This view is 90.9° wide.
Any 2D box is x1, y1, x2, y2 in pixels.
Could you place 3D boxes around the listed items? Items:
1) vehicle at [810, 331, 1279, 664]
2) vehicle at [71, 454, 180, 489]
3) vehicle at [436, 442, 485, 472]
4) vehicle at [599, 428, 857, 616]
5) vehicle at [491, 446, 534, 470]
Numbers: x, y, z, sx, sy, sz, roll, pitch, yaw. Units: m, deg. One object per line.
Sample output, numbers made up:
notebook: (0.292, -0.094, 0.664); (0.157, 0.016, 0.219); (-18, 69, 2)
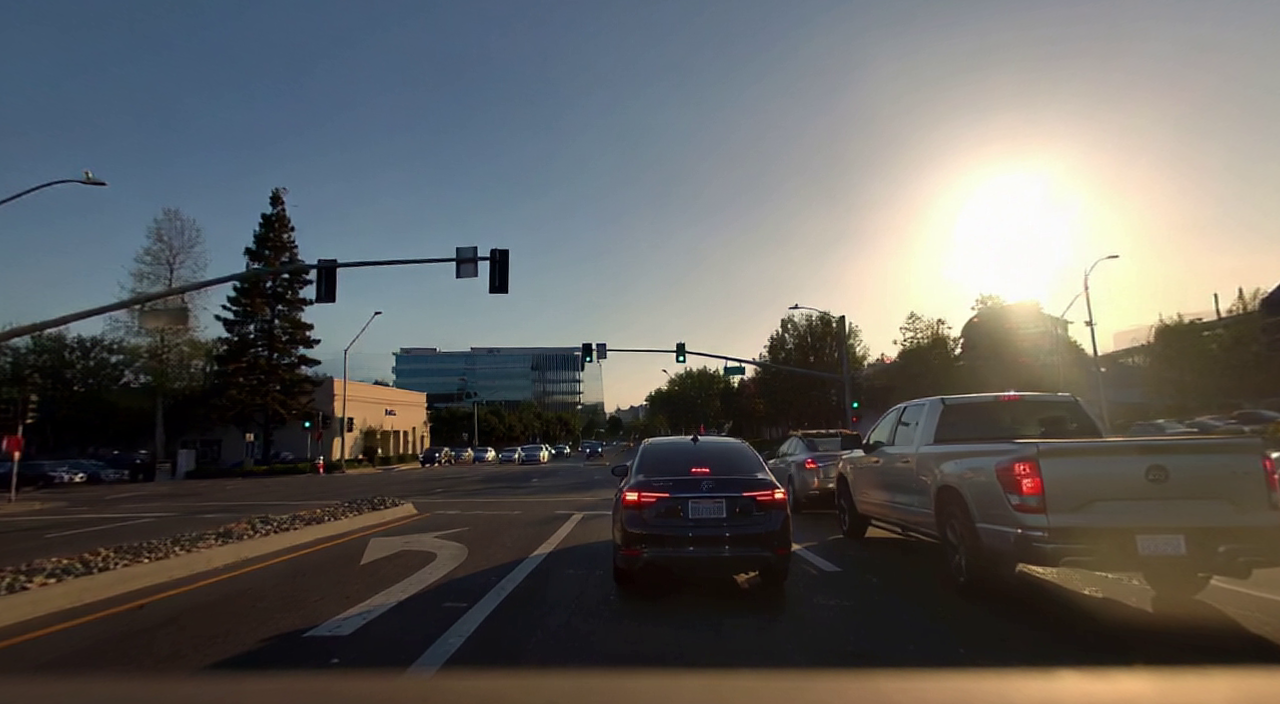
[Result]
vehicle: (3.794, 1.290, 6.748); (2.358, 2.116, 5.328); (0, -8, -1)
vehicle: (-29.083, 6.728, 35.690); (4.789, 1.828, 2.025); (-2, -9, 10)
vehicle: (-11.865, 6.936, 41.908); (1.991, 1.844, 4.393); (0, -8, -1)
vehicle: (0.618, 1.614, 6.910); (2.038, 1.447, 3.756); (0, -8, -2)
vehicle: (-8.455, 7.064, 42.179); (2.002, 1.469, 4.301); (0, -8, -1)
